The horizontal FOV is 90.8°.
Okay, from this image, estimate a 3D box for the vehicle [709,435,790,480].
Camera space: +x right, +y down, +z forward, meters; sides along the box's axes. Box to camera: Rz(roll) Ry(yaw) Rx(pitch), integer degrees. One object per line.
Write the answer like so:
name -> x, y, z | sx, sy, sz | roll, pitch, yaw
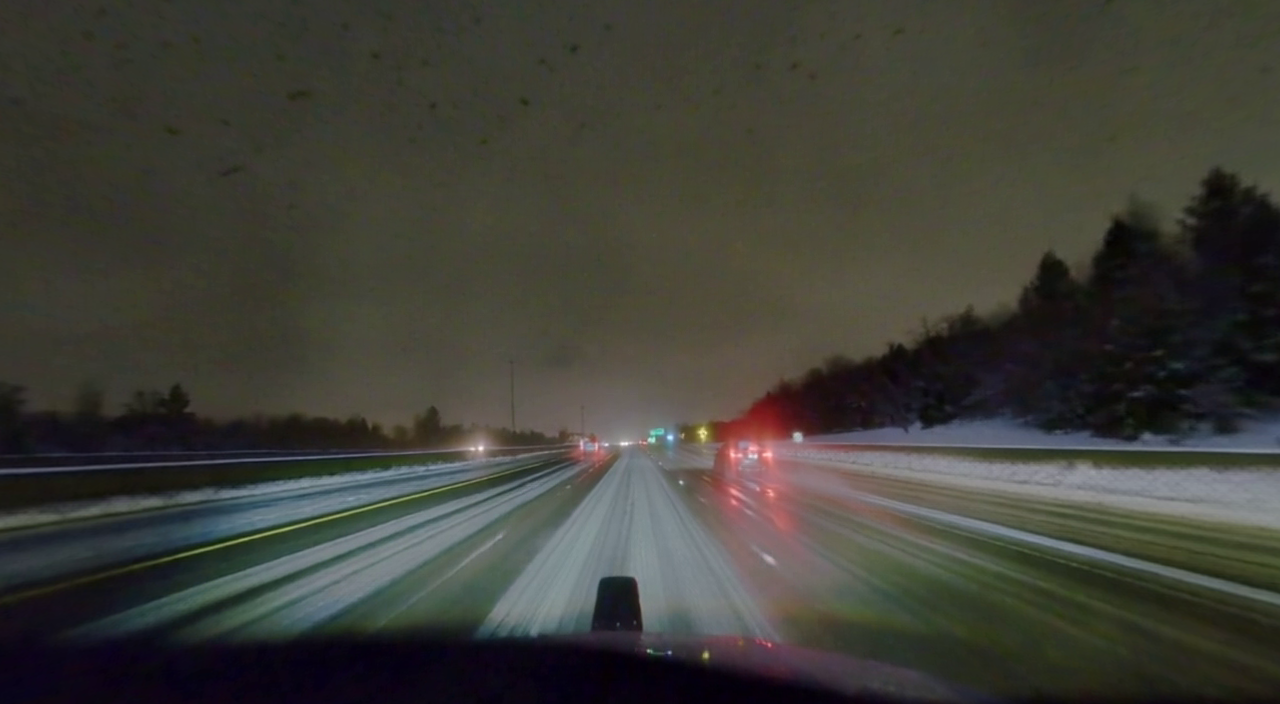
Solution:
vehicle -> 3.945, 3.884, 23.465 | 2.060, 1.485, 4.274 | 0, -9, -2
